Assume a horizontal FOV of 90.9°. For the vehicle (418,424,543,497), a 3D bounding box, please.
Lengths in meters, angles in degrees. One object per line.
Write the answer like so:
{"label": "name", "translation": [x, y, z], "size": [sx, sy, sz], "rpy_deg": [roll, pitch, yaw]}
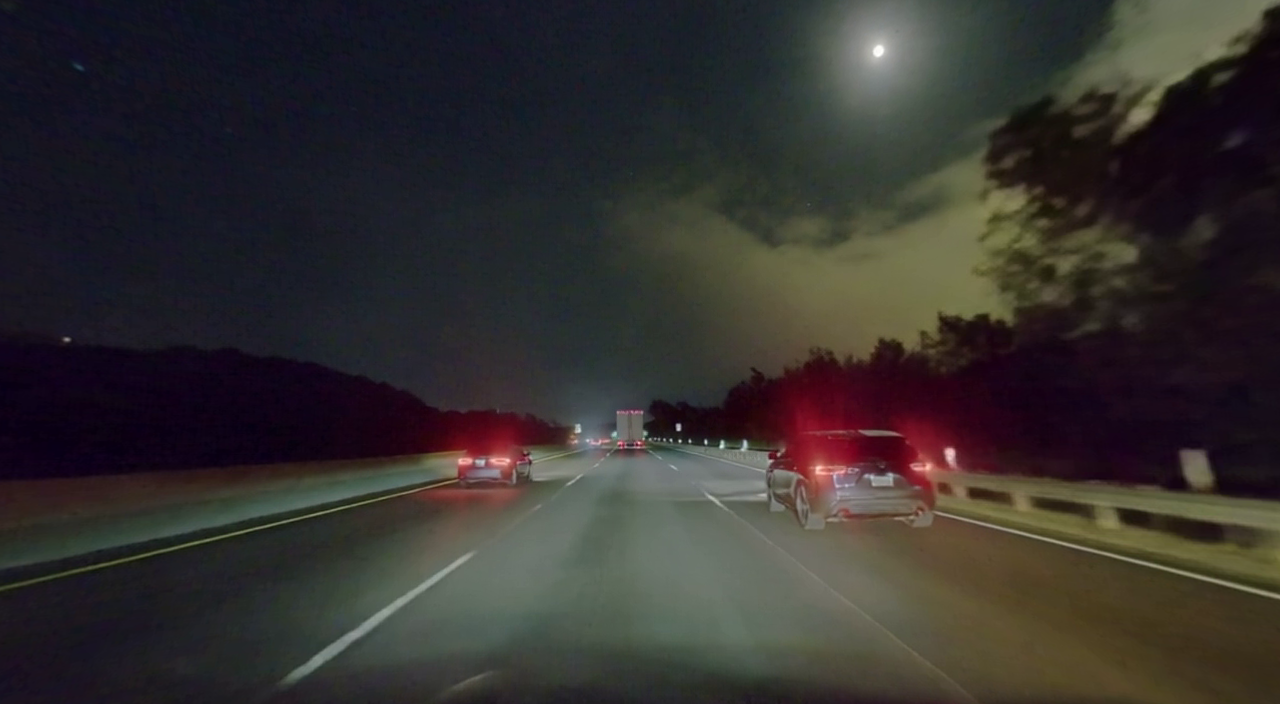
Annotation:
{"label": "vehicle", "translation": [-4.027, 2.819, 16.861], "size": [2.123, 1.655, 4.688], "rpy_deg": [0, -8, 0]}
